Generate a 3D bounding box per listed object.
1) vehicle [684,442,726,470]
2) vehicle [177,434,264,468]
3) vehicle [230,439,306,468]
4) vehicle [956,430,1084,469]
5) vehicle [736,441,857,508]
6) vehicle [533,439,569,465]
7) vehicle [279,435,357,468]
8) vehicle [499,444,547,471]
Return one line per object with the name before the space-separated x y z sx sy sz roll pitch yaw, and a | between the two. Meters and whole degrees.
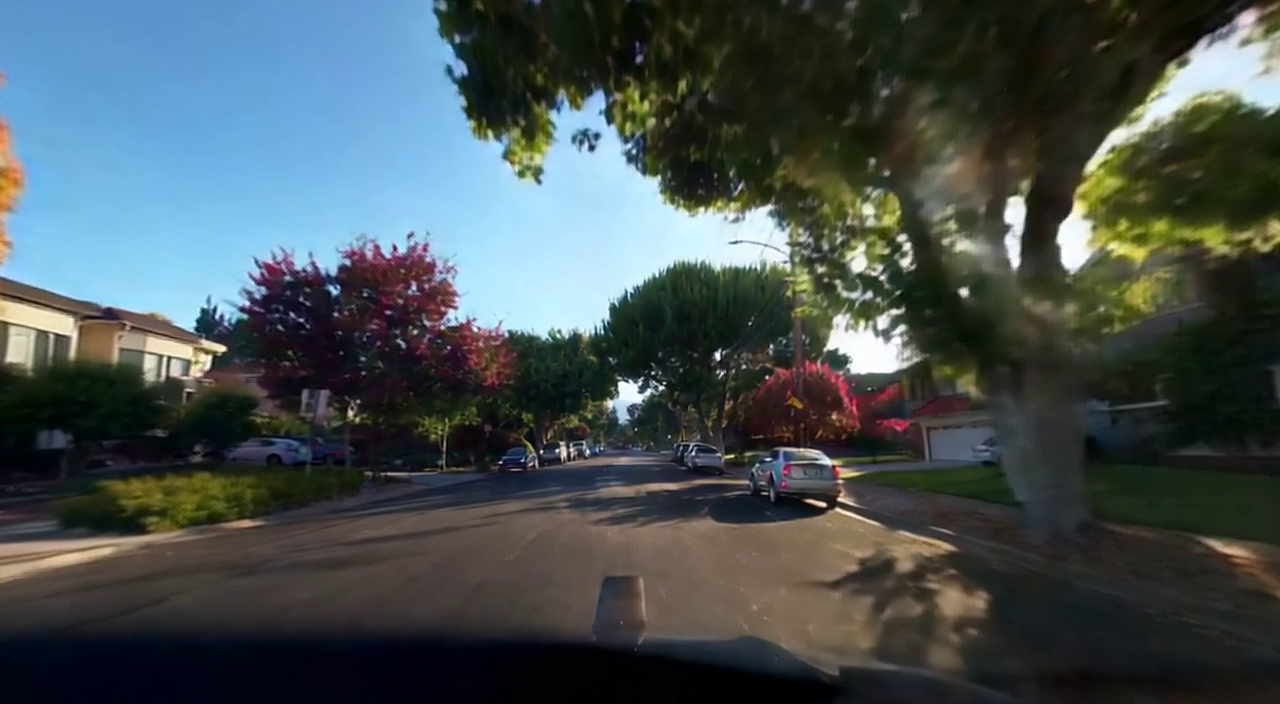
vehicle | 3.480 5.660 34.479 1.763 1.432 4.323 0 -9 -1
vehicle | -23.277 5.530 35.280 1.879 1.761 4.199 0 -9 1
vehicle | -20.418 5.613 34.908 1.791 1.500 3.846 0 -9 1
vehicle | 16.664 4.301 27.886 4.355 1.674 1.914 0 -9 0
vehicle | 3.710 2.977 15.790 1.782 1.439 4.037 1 -9 -3
vehicle | -6.570 7.442 47.145 2.031 1.799 4.587 0 -9 -1
vehicle | -18.021 5.600 35.607 1.925 1.750 4.489 0 -9 1
vehicle | -6.653 6.043 36.384 2.031 1.454 4.410 0 -9 -1
